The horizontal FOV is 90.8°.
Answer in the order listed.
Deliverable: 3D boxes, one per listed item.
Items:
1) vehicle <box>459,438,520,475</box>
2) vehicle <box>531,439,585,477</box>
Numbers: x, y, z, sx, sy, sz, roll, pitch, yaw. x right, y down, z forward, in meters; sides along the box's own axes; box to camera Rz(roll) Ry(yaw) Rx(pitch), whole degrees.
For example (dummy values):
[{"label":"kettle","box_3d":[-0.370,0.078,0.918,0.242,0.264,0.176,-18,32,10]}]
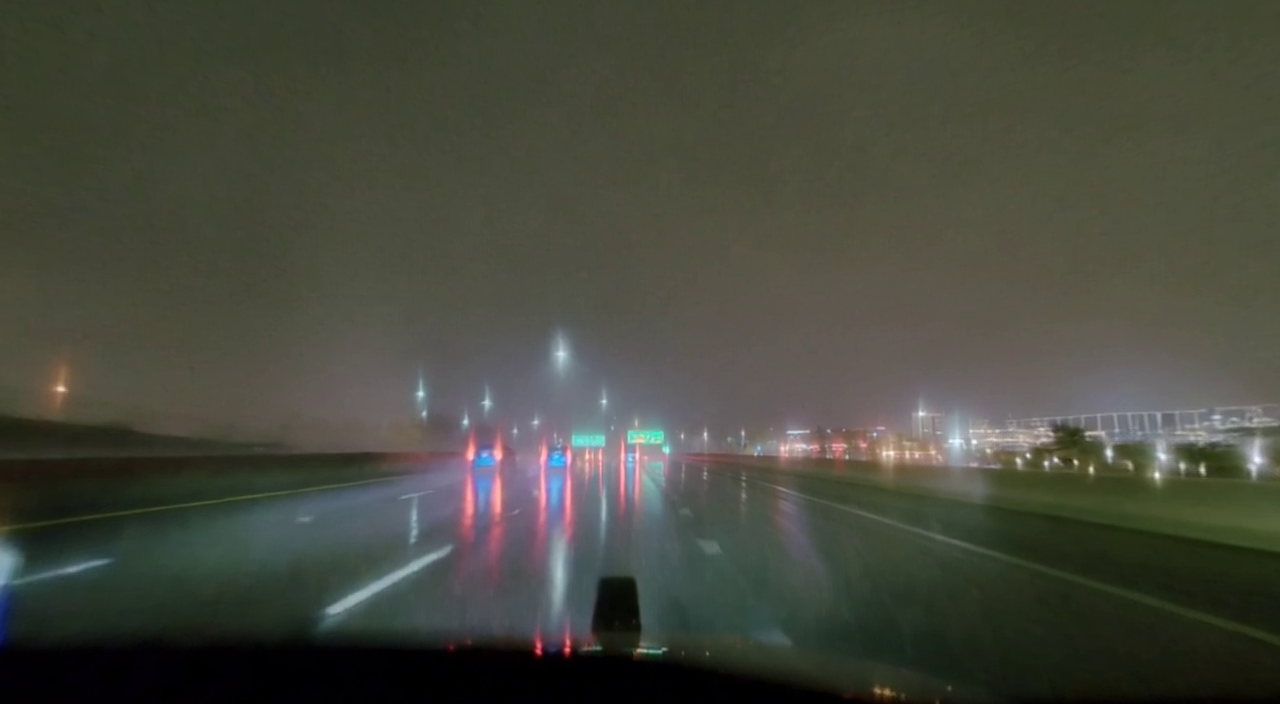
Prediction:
[{"label":"vehicle","box_3d":[-7.890,5.535,33.635,2.040,1.824,4.917,0,-9,0]},{"label":"vehicle","box_3d":[-3.978,5.218,31.279,2.075,1.702,4.257,0,-9,1]}]
